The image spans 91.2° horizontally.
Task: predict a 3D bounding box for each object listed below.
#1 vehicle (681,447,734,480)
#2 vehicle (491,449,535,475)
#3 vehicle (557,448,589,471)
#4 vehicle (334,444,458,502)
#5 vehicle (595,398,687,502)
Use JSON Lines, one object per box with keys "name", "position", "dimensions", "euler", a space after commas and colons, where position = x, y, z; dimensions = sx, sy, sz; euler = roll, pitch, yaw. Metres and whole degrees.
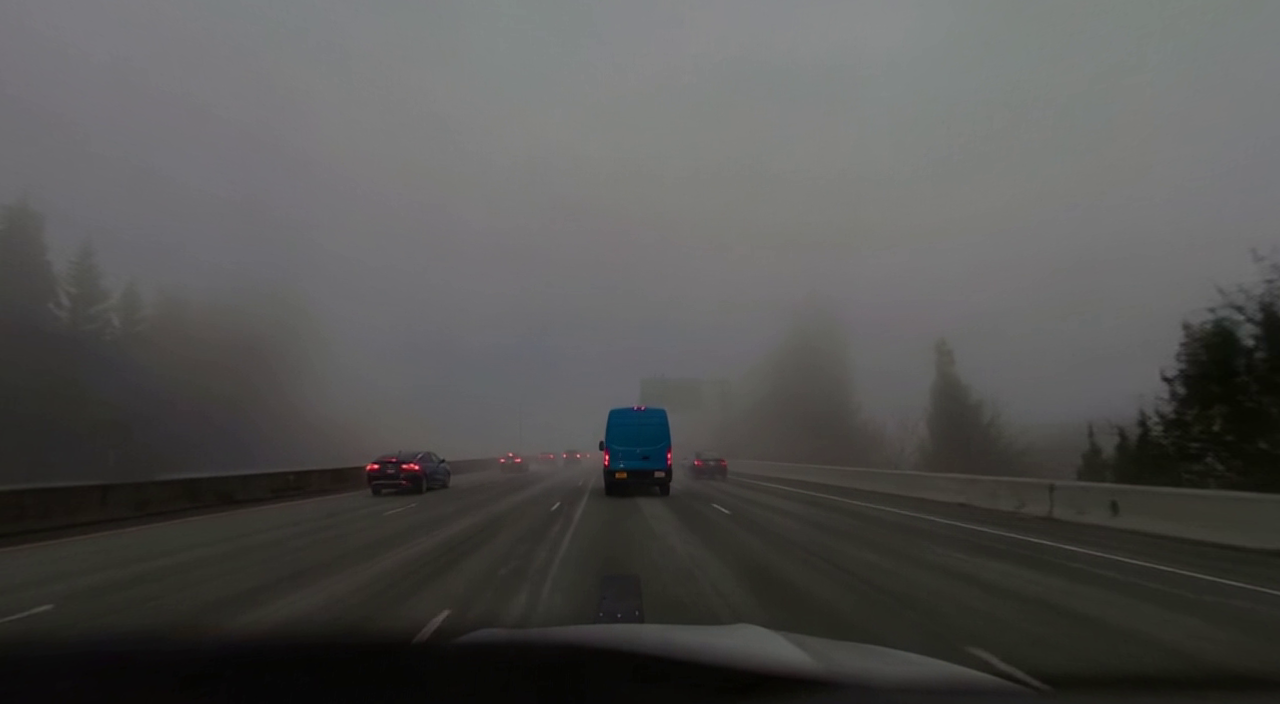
{"name": "vehicle", "position": [3.247, 5.489, 31.191], "dimensions": [2.015, 1.491, 4.732], "euler": [0, -9, -1]}
{"name": "vehicle", "position": [-7.830, 6.795, 38.992], "dimensions": [2.026, 1.506, 4.102], "euler": [0, -9, -3]}
{"name": "vehicle", "position": [-4.697, 7.580, 44.277], "dimensions": [2.002, 1.536, 4.021], "euler": [0, -9, -3]}
{"name": "vehicle", "position": [-7.048, 3.525, 18.675], "dimensions": [2.003, 1.498, 4.386], "euler": [0, -9, -1]}
{"name": "vehicle", "position": [-0.145, 2.814, 18.143], "dimensions": [2.268, 2.551, 5.144], "euler": [0, -9, -4]}
